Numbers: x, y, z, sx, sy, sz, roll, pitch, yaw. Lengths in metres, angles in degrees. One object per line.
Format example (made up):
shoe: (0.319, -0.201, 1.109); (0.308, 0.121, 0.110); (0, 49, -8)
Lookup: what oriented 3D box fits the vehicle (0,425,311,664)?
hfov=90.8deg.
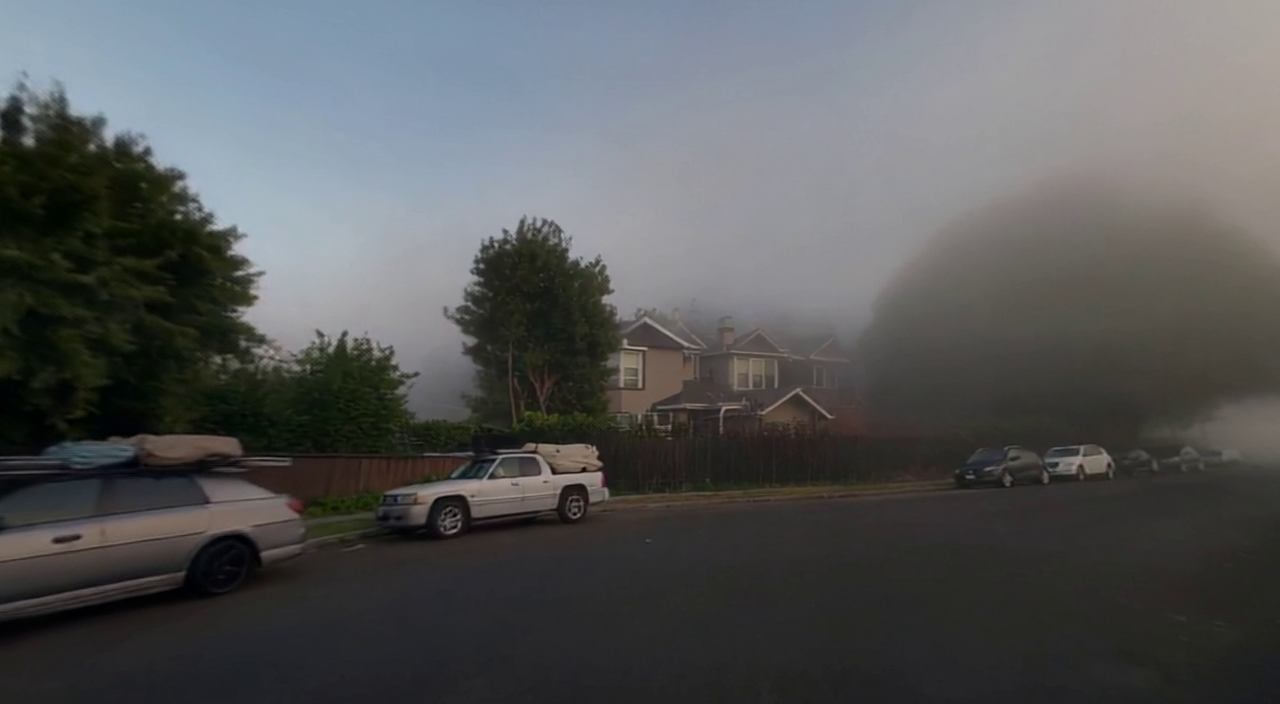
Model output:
vehicle: (-4.922, 1.393, 4.733); (1.943, 1.475, 4.701); (-4, -11, 8)

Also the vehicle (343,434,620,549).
vehicle: (-2.517, 2.249, 10.964); (2.082, 1.547, 4.217); (-7, -11, 39)

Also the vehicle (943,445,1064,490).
vehicle: (13.294, 4.124, 22.990); (4.731, 1.478, 1.930); (6, -10, -35)

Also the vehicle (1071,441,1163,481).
vehicle: (21.803, 4.941, 28.852); (4.221, 1.673, 1.918); (5, -10, -33)
